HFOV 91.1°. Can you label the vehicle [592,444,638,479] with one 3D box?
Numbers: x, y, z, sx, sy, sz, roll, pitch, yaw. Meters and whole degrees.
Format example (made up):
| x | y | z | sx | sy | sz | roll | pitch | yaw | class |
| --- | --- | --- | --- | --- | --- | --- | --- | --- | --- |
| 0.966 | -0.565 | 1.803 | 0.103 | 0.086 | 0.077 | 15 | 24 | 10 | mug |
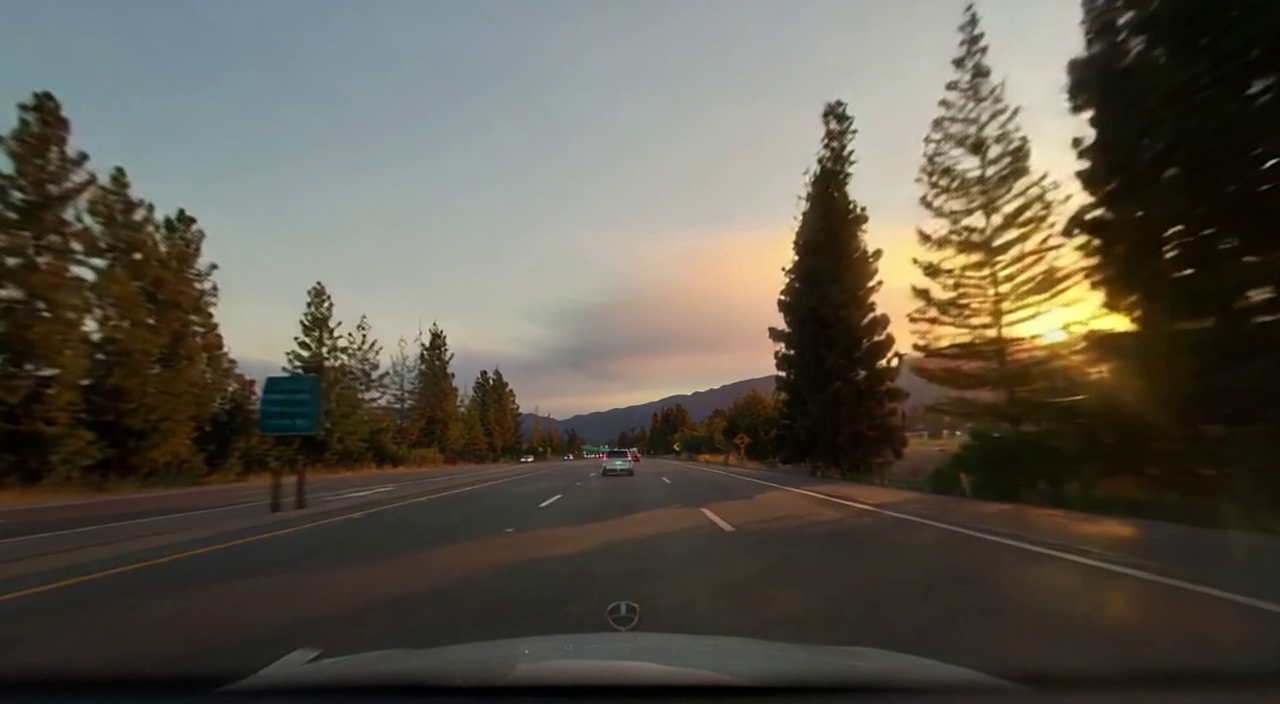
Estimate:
| x | y | z | sx | sy | sz | roll | pitch | yaw | class |
| --- | --- | --- | --- | --- | --- | --- | --- | --- | --- |
| -1.242 | 5.723 | 33.073 | 2.120 | 1.715 | 4.153 | -1 | -9 | 1 | vehicle |
